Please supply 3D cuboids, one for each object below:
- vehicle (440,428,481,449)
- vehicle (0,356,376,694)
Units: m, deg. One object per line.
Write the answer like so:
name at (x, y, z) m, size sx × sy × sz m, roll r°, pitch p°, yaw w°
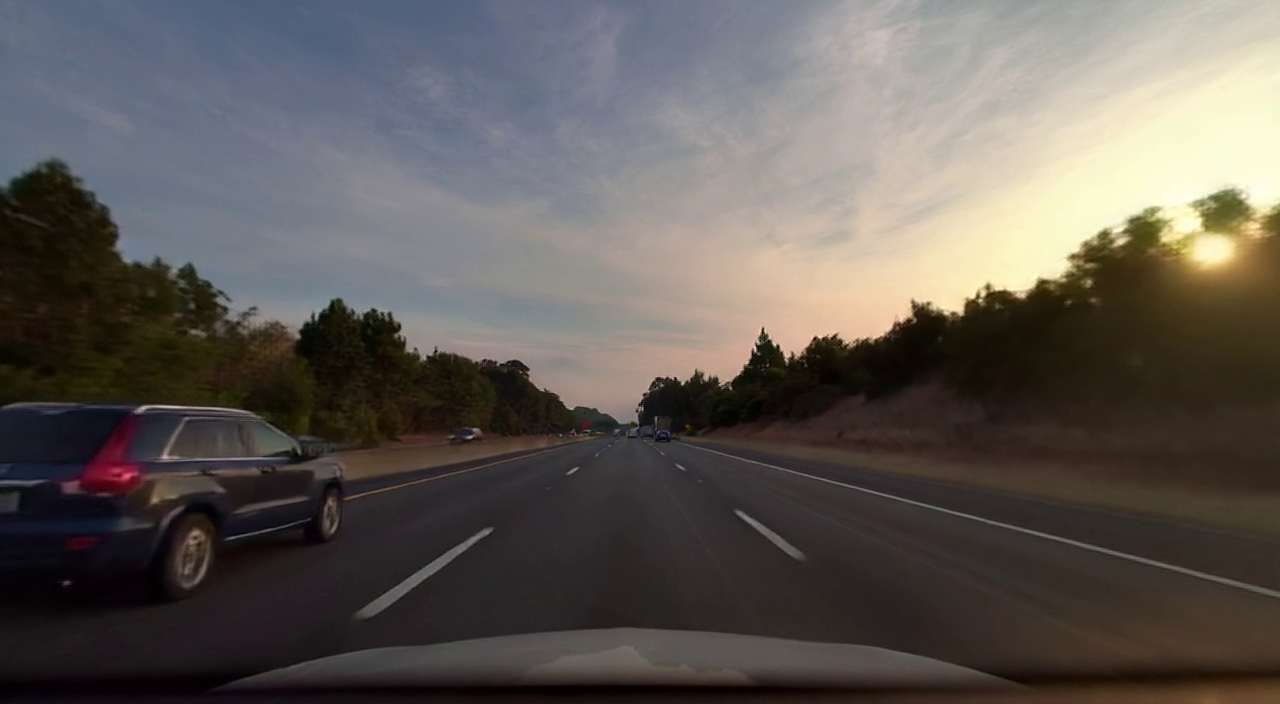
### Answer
vehicle at (-13.502, 6.520, 47.573) m, size 1.854 × 1.497 × 4.252 m, roll 0°, pitch -8°, yaw -1°
vehicle at (-3.971, 1.076, 5.032) m, size 2.000 × 1.620 × 3.929 m, roll 0°, pitch -8°, yaw 0°
